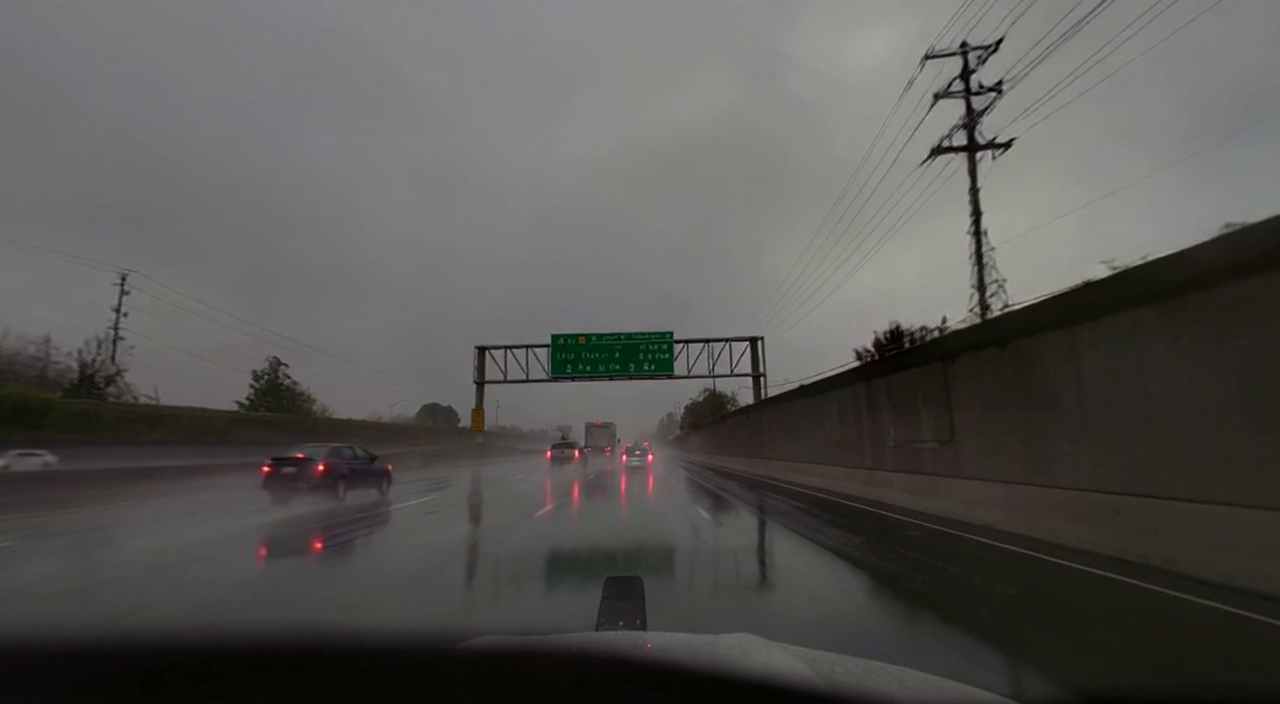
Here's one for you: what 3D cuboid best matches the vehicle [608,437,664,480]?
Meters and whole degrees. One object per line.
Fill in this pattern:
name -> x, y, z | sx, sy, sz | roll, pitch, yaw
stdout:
vehicle -> -0.155, 4.478, 26.696 | 2.178, 1.640, 4.071 | 0, -9, 0

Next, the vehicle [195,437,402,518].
vehicle -> -7.293, 2.704, 14.150 | 2.025, 1.510, 4.582 | 0, -9, 1

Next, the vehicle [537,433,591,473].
vehicle -> -3.766, 5.129, 32.042 | 2.109, 1.840, 4.614 | 0, -9, 1
